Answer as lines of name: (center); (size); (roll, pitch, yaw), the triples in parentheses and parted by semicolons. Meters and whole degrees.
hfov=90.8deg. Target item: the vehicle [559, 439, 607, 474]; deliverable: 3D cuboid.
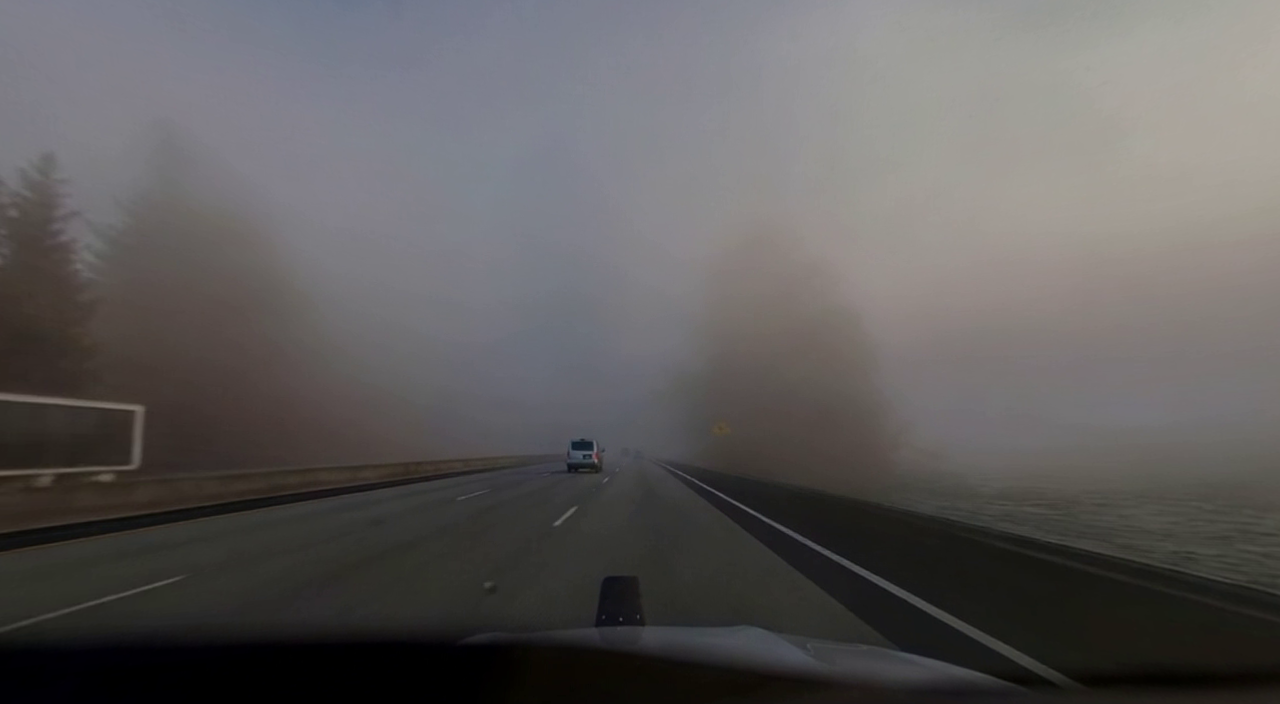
vehicle: (-3.315, 6.256, 37.978); (2.349, 1.973, 5.419); (0, -9, 0)

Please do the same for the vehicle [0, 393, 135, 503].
vehicle: (-24.206, 3.634, 23.889); (2.928, 3.860, 8.514); (0, -9, 0)
